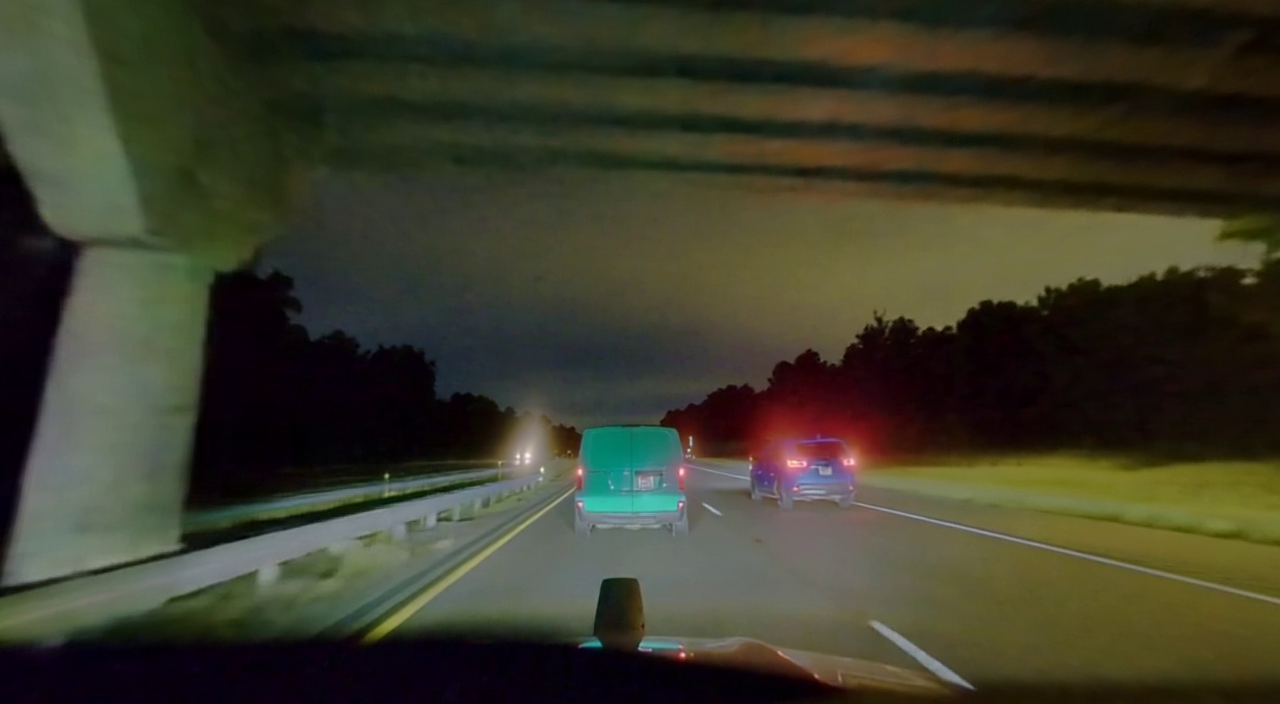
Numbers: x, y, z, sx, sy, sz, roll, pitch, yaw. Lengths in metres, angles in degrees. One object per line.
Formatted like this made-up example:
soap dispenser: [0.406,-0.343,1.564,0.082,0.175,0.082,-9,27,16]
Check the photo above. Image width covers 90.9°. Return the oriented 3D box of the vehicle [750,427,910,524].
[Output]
vehicle: [3.923,2.650,14.031,2.043,1.767,4.620,0,-9,-1]

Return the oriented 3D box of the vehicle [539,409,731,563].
vehicle: [-0.069,1.929,9.669,2.288,1.823,4.059,0,-9,0]
